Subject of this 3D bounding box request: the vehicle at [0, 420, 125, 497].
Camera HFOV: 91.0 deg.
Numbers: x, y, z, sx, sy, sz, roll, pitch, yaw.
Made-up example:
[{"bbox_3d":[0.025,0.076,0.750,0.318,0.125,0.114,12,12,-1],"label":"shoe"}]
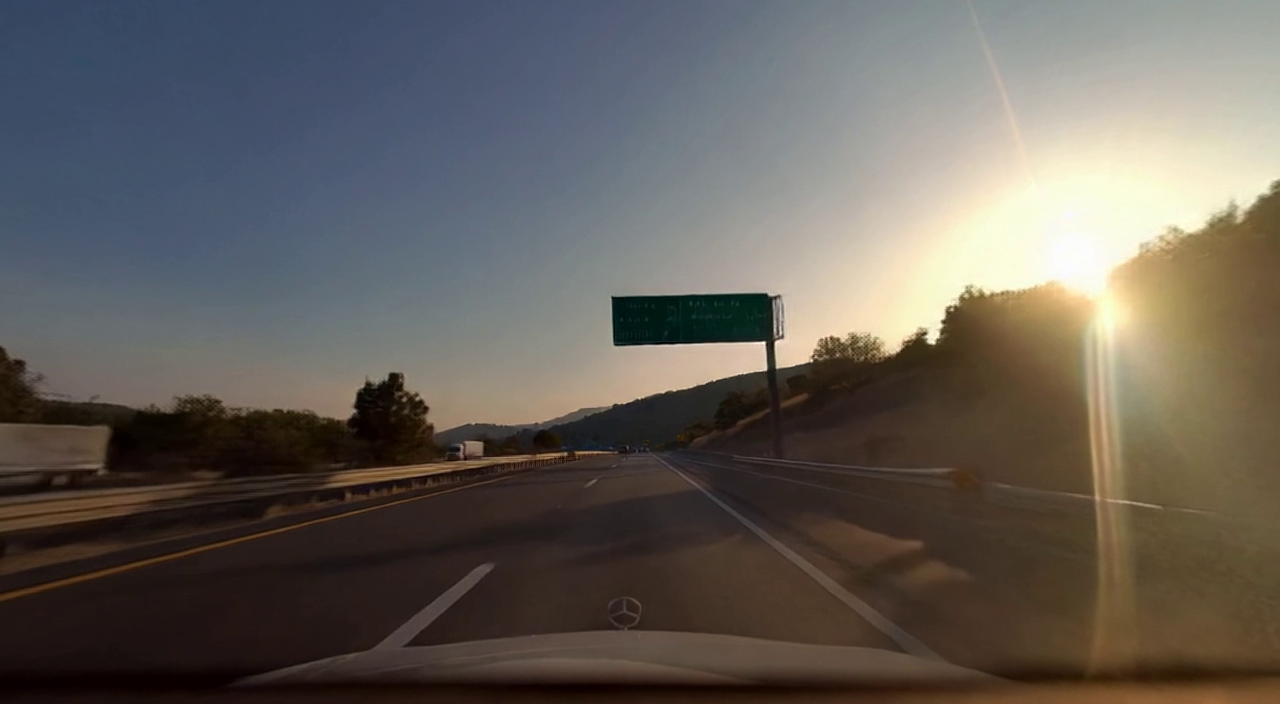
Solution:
[{"bbox_3d":[-36.808,5.889,34.716,2.951,4.212,16.402,0,-9,0],"label":"vehicle"}]
